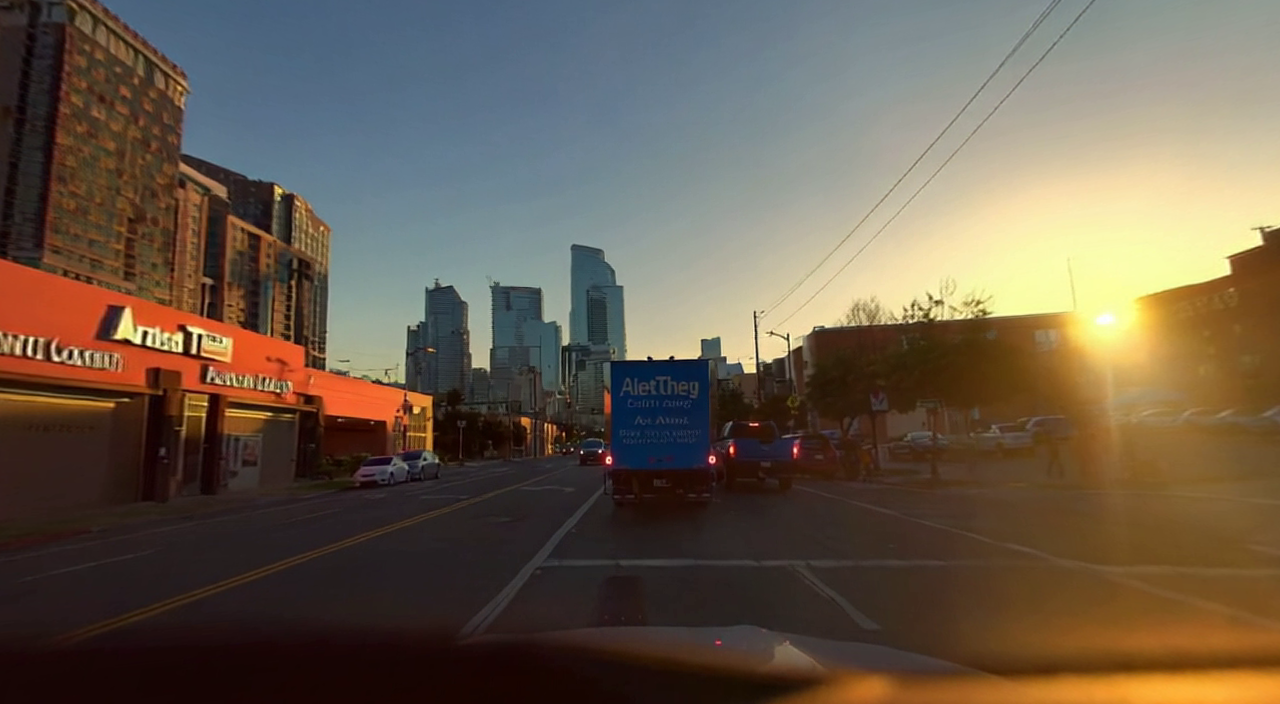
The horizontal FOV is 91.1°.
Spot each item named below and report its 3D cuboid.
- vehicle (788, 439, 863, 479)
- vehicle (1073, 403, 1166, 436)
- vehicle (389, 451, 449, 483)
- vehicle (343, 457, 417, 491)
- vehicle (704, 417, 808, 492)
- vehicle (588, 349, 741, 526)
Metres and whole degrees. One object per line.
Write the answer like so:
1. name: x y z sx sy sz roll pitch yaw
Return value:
1. vehicle: 7.791 4.539 26.819 1.951 1.548 4.290 0 -9 1
2. vehicle: 26.031 3.739 34.251 1.811 1.623 3.921 1 -9 -3
3. vehicle: -13.103 6.812 37.500 1.943 1.682 4.365 0 -8 0
4. vehicle: -13.256 6.234 32.294 1.901 1.508 4.405 0 -8 0
5. vehicle: 3.500 3.261 20.162 2.346 2.062 5.236 0 -8 0
6. vehicle: 0.293 1.847 13.539 2.517 2.926 6.177 0 -9 -2
